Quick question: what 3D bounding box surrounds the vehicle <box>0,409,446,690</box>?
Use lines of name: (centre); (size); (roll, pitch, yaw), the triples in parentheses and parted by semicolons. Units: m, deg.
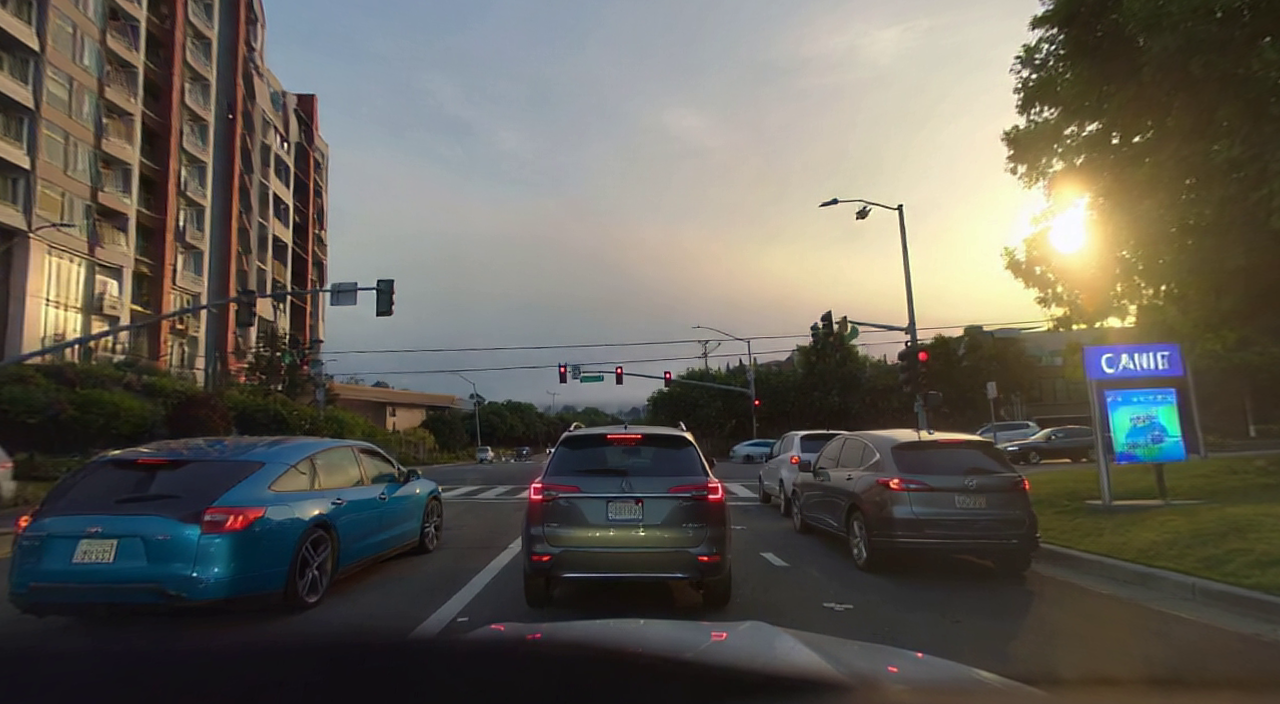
vehicle: (-3.550, 1.423, 5.823); (1.906, 1.524, 4.547); (0, -8, 2)

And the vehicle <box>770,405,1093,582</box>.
vehicle: (3.217, 1.666, 8.256); (2.004, 1.646, 4.554); (0, -8, 0)

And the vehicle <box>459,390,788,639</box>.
vehicle: (-0.128, 1.408, 6.437); (2.195, 1.662, 4.262); (0, -8, -1)
